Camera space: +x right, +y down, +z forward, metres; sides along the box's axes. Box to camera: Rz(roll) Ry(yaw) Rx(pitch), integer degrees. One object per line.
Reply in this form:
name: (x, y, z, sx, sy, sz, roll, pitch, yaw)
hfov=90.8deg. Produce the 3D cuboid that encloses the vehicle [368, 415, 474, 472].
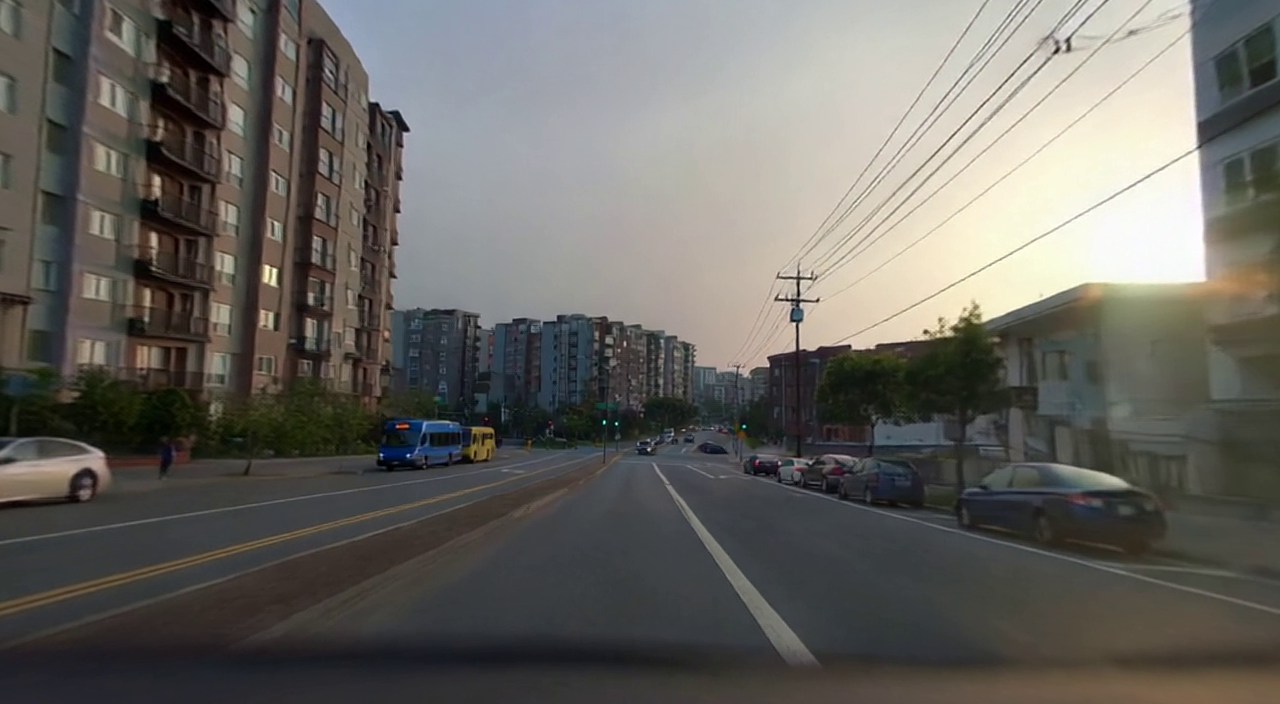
vehicle: (-14.050, 6.054, 41.745, 3.060, 3.307, 9.997, 0, -9, 2)

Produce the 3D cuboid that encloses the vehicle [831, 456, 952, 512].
vehicle: (7.862, 4.144, 20.336, 1.997, 1.517, 4.755, 0, -9, 1)

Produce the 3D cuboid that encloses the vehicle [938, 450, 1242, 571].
vehicle: (7.759, 2.703, 11.739, 2.143, 1.731, 4.781, 0, -9, 1)

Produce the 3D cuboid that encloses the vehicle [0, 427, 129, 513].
vehicle: (-14.470, 2.618, 14.167, 2.107, 1.771, 4.871, 0, -9, -3)
